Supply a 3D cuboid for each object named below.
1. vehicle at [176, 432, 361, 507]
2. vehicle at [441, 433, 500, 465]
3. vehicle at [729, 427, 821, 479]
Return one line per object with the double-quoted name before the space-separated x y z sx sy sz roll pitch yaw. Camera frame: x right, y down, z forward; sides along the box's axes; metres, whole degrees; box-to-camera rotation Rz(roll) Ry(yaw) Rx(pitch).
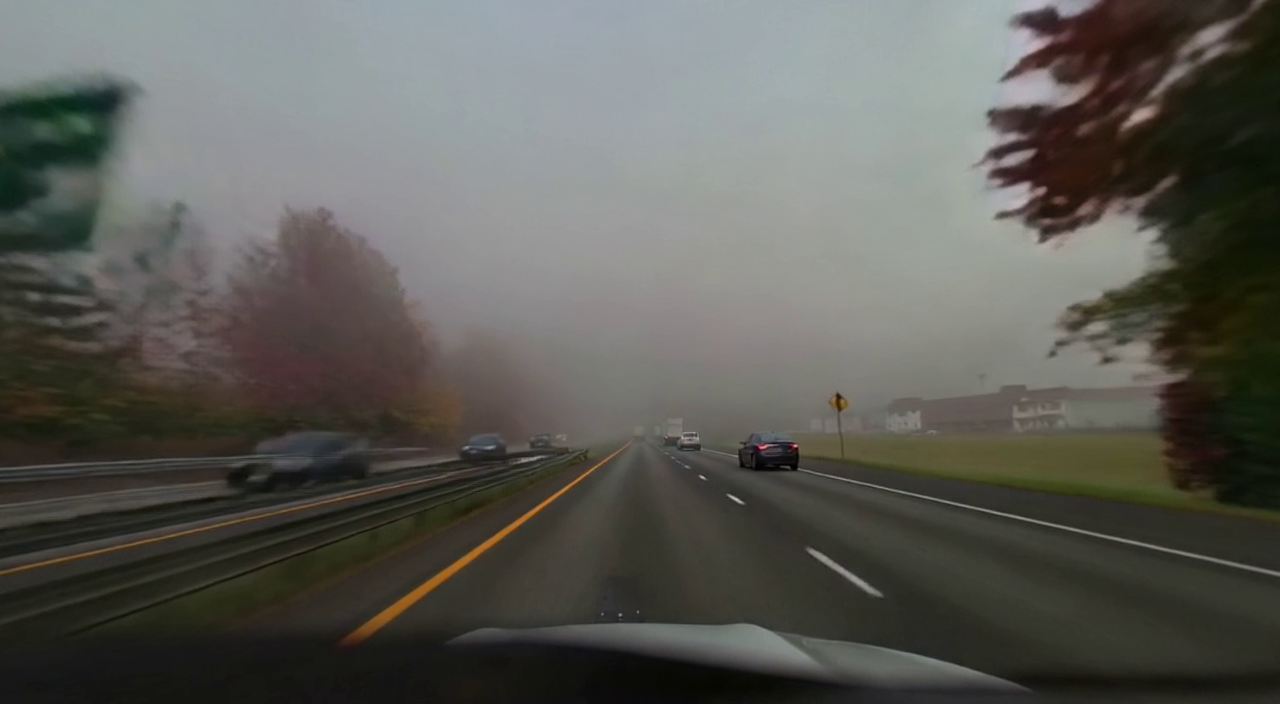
"vehicle" -8.598 2.722 15.076 1.861 1.504 4.286 0 -8 -1
"vehicle" -8.730 5.046 32.756 1.896 1.530 4.235 0 -8 0
"vehicle" 4.294 3.285 20.678 2.024 1.516 4.197 0 -8 -1
